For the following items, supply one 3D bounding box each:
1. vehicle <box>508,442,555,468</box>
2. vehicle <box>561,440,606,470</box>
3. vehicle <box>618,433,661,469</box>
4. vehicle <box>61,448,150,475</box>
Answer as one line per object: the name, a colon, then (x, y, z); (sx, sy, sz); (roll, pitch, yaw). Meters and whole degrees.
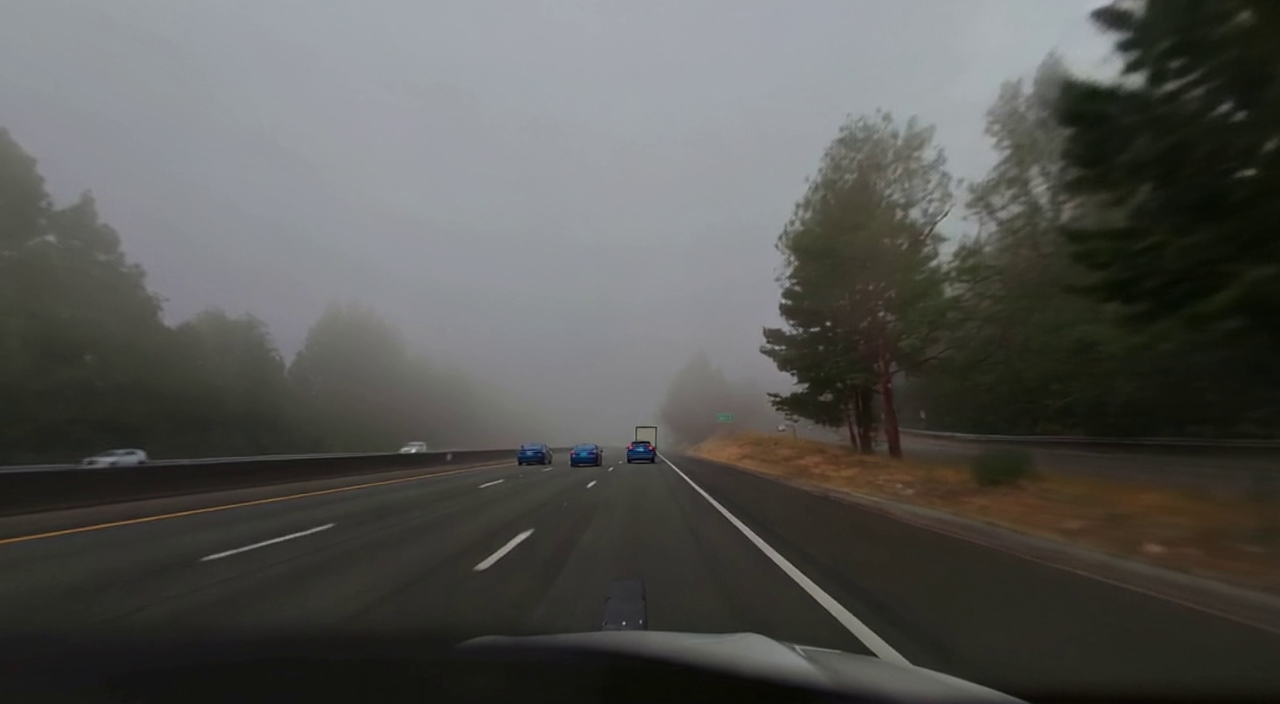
vehicle: (-6.748, 6.433, 39.673); (2.009, 1.519, 4.697); (0, -8, 1)
vehicle: (-3.228, 5.993, 36.987); (2.139, 1.589, 5.102); (0, -8, 1)
vehicle: (0.005, 5.659, 36.282); (2.309, 1.915, 5.130); (0, -8, 0)
vehicle: (-38.034, 7.779, 45.098); (2.252, 1.816, 4.784); (0, -9, -2)
